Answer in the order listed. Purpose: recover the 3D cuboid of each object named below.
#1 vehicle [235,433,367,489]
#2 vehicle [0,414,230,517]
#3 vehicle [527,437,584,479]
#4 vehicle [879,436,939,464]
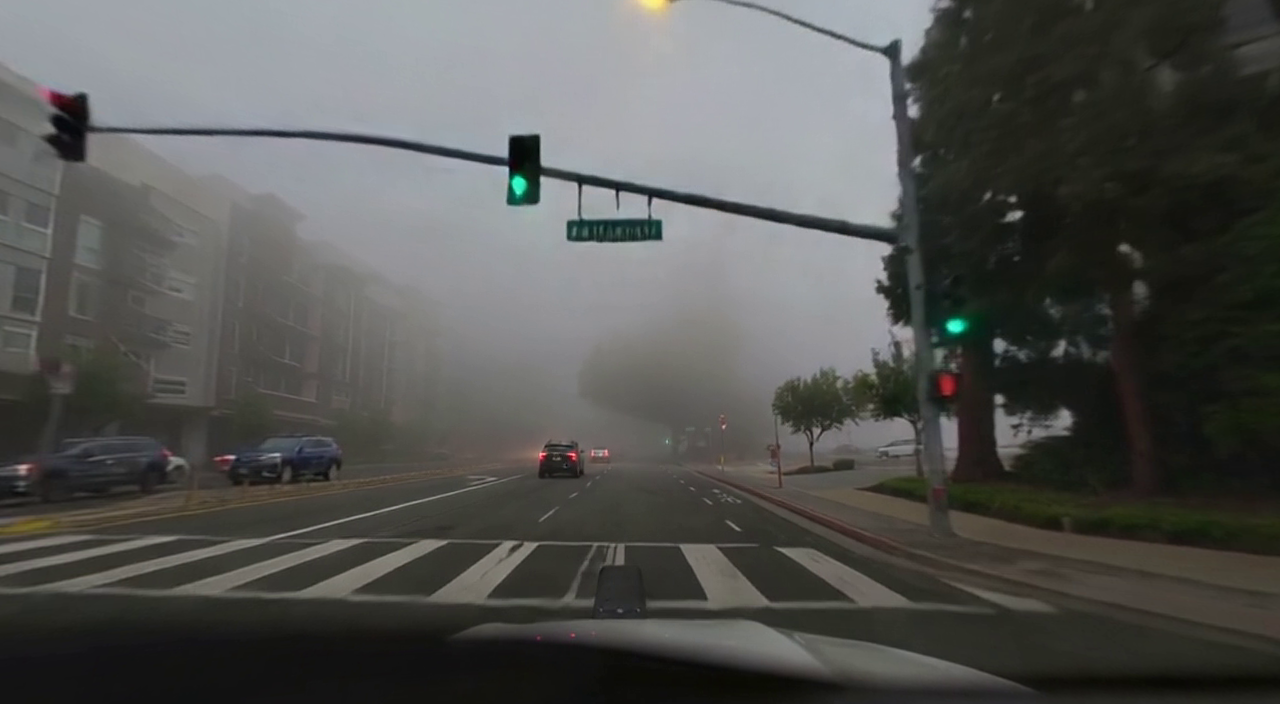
[{"bbox_3d":[-11.608,3.757,22.065,2.040,1.707,4.522,0,-8,1],"label":"vehicle"},{"bbox_3d":[-11.794,2.462,13.865,2.105,1.759,5.403,-4,-9,-1],"label":"vehicle"},{"bbox_3d":[-3.746,4.778,28.746,1.959,1.741,4.141,0,-8,0],"label":"vehicle"},{"bbox_3d":[17.638,6.409,41.689,1.995,1.554,4.943,-5,-8,3],"label":"vehicle"}]
